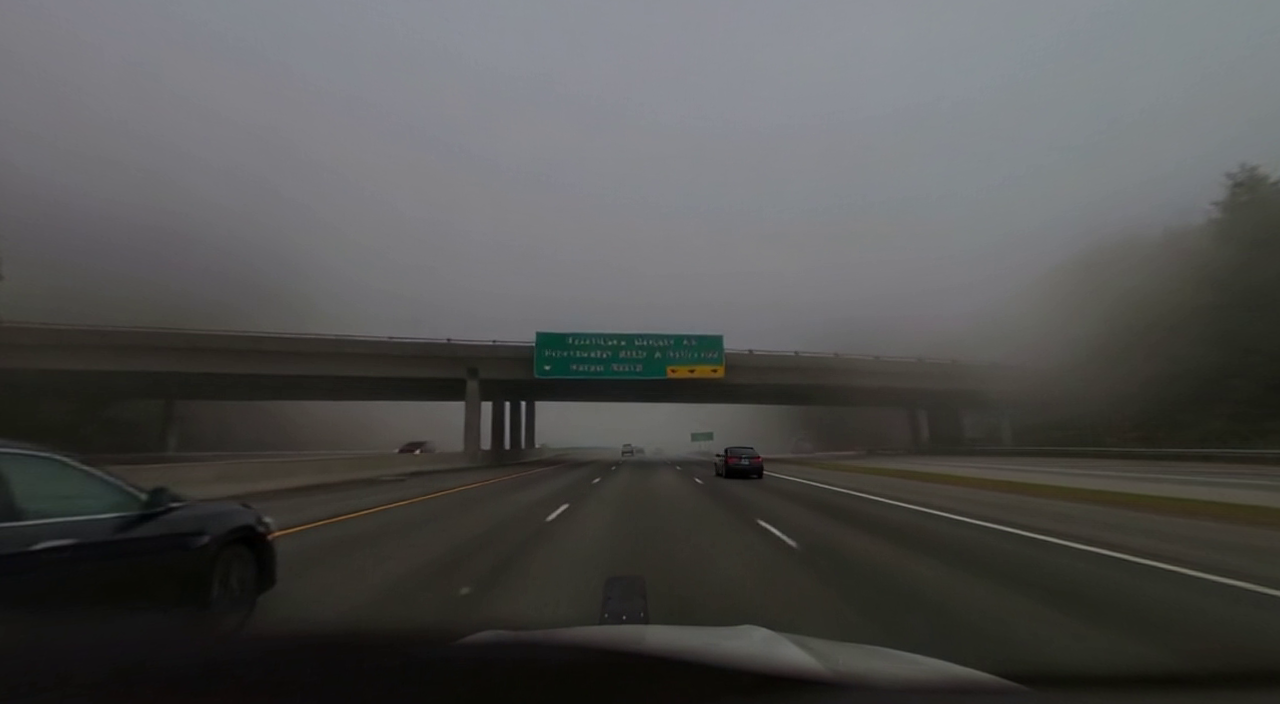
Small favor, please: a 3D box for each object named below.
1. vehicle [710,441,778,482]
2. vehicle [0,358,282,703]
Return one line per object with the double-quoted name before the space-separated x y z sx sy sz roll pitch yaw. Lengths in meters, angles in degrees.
"vehicle" 4.025 4.289 25.079 1.908 1.483 4.259 0 -8 -1
"vehicle" -3.799 0.813 2.120 2.259 1.706 4.924 0 -8 0
